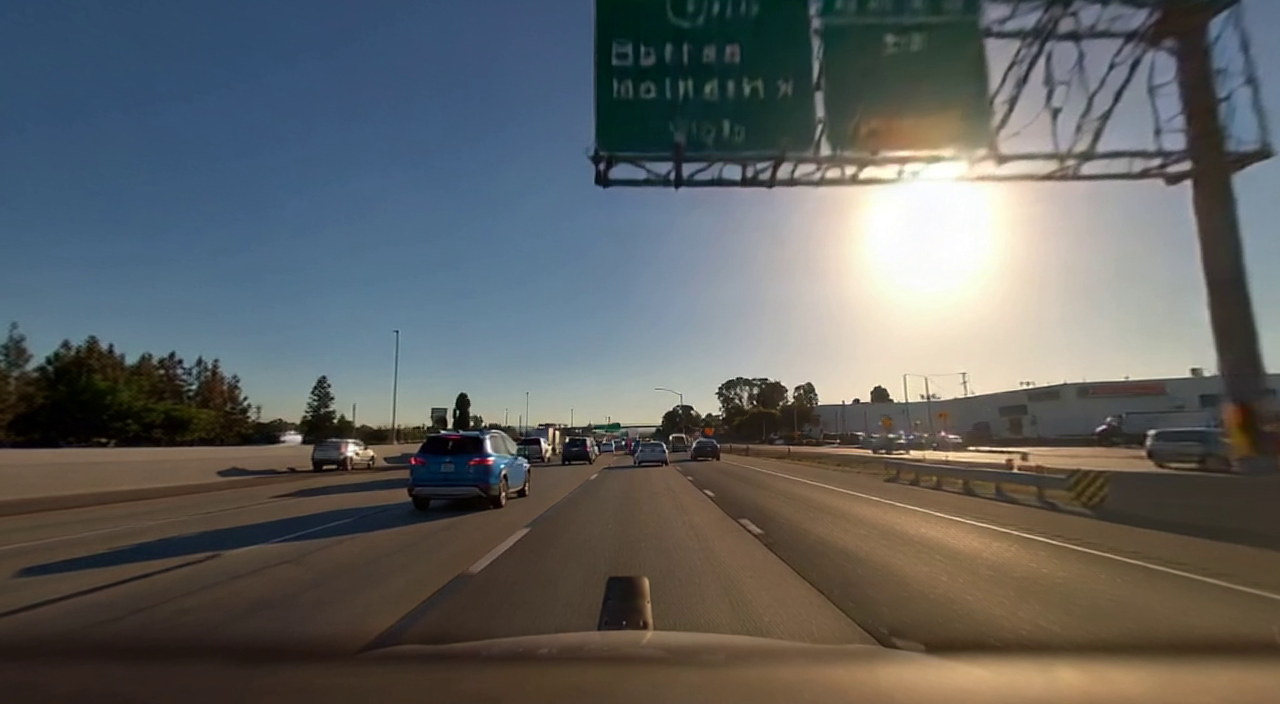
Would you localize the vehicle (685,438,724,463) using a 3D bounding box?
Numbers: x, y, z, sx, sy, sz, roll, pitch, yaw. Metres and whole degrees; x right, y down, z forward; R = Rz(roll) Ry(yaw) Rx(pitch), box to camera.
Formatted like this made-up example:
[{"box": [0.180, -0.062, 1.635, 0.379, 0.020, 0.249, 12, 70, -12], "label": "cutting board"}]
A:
[{"box": [4.087, 6.372, 40.805, 1.980, 1.492, 4.442, 0, -8, -1], "label": "vehicle"}]

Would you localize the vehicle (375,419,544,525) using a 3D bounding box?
[{"box": [-3.264, 2.275, 12.494, 1.961, 1.687, 4.453, 0, -8, 1], "label": "vehicle"}]

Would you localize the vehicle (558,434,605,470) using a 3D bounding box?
[{"box": [-2.954, 5.173, 32.908, 2.007, 1.730, 4.412, 0, -8, 0], "label": "vehicle"}]

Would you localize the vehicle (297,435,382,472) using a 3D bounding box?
[{"box": [-15.033, 5.116, 31.896, 2.011, 1.708, 4.556, 0, -8, 1], "label": "vehicle"}]

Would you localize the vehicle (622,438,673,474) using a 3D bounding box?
[{"box": [0.311, 4.573, 27.975, 2.090, 1.474, 3.970, 0, -8, 0], "label": "vehicle"}]

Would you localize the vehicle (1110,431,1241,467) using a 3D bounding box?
[{"box": [23.086, 4.205, 27.459, 1.809, 1.431, 4.430, 0, -8, 0], "label": "vehicle"}]
